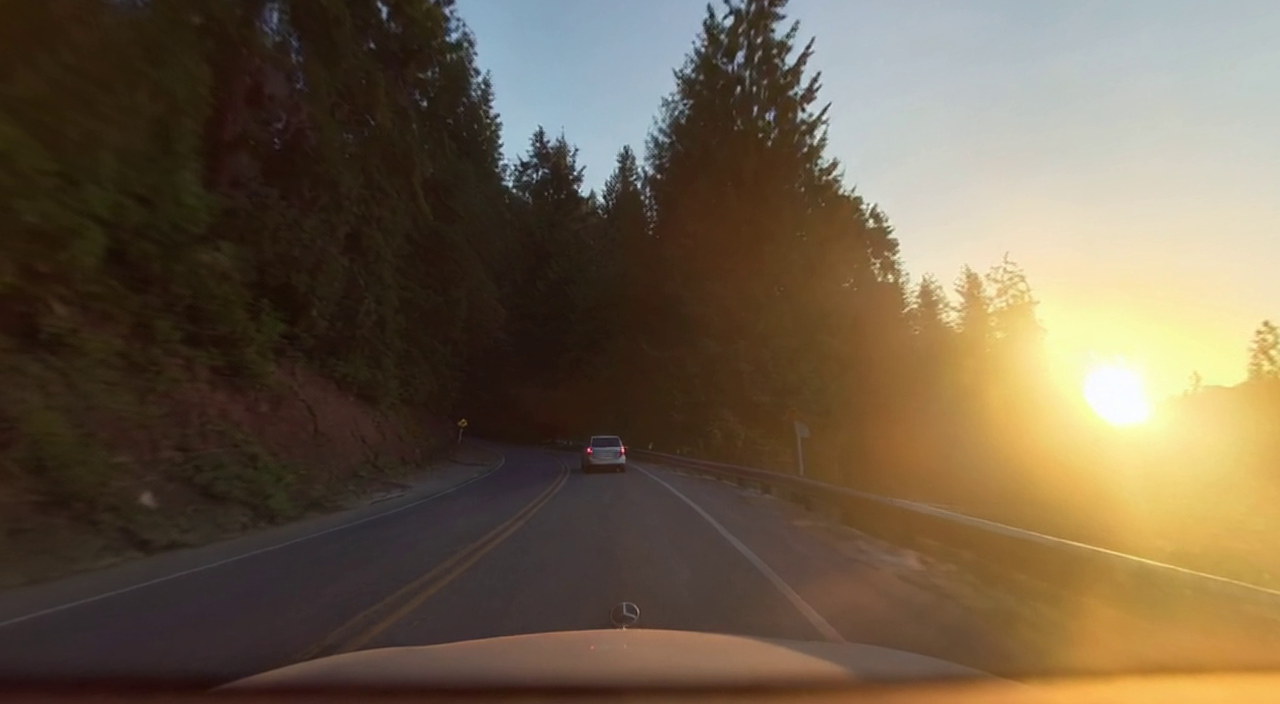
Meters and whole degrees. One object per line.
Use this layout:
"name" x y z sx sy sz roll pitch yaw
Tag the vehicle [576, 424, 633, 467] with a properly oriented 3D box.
"vehicle" -1.894 4.708 31.693 2.469 1.953 5.605 1 -9 -7
